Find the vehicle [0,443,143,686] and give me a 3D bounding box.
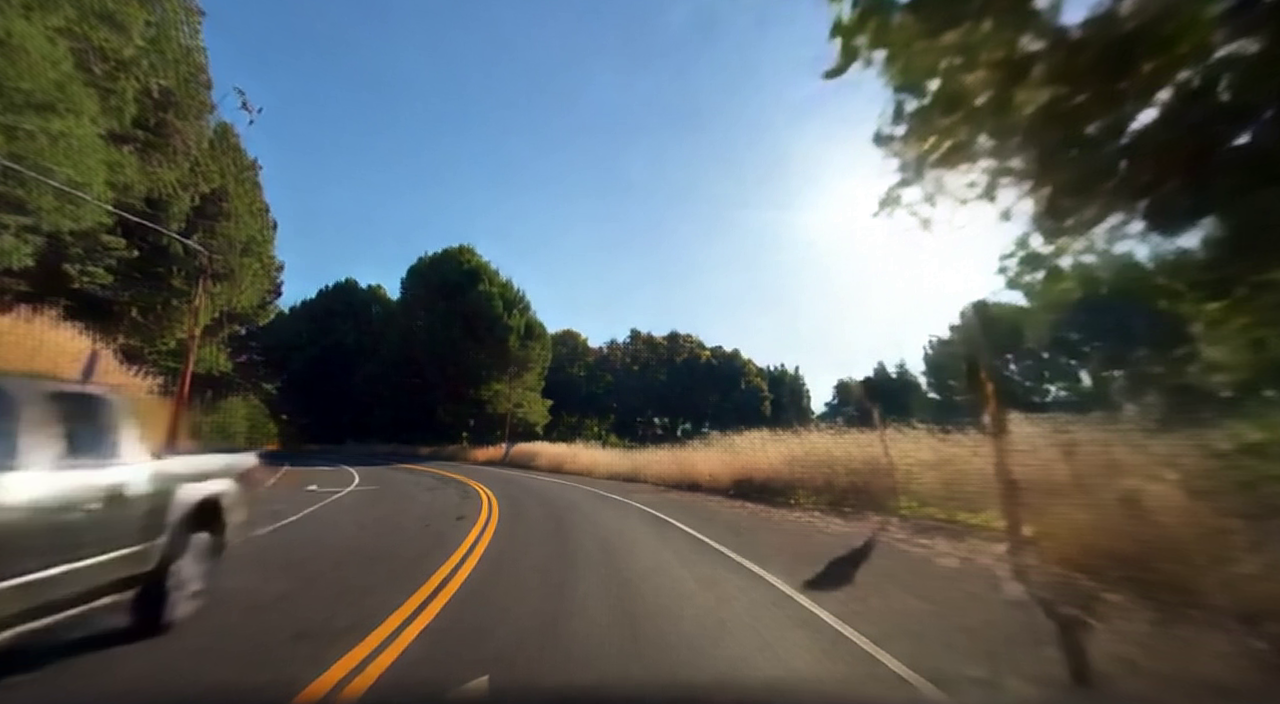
[{"bbox_3d":[-4.787,1.105,2.580,2.063,1.443,4.488,0,-9,-4],"label":"vehicle"}]
